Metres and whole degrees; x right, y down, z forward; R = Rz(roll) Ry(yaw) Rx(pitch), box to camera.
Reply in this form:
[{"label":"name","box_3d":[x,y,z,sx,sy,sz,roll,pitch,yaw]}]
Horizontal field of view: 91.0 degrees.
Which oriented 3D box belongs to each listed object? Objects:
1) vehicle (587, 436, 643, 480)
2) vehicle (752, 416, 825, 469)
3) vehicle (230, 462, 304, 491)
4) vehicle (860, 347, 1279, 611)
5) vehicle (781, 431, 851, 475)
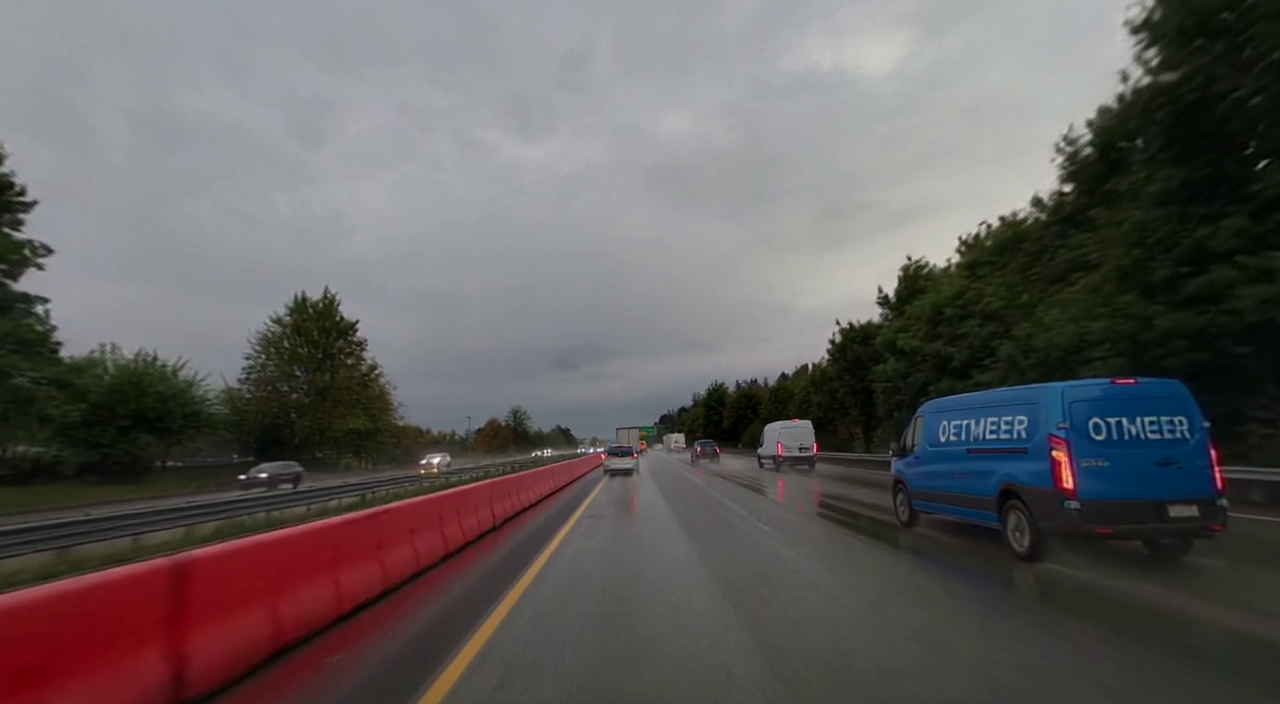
[{"label":"vehicle","box_3d":[-0.985,4.260,25.566,2.100,1.636,3.620,0,-8,-2]},{"label":"vehicle","box_3d":[8.017,4.965,34.575,2.385,2.635,5.633,0,-8,-2]},{"label":"vehicle","box_3d":[-21.794,7.260,36.957,1.800,1.494,4.231,0,-8,-1]},{"label":"vehicle","box_3d":[4.744,1.323,7.455,2.223,2.008,5.121,0,-8,-2]},{"label":"vehicle","box_3d":[8.187,4.727,29.621,2.255,1.960,3.229,0,-8,-1]}]
